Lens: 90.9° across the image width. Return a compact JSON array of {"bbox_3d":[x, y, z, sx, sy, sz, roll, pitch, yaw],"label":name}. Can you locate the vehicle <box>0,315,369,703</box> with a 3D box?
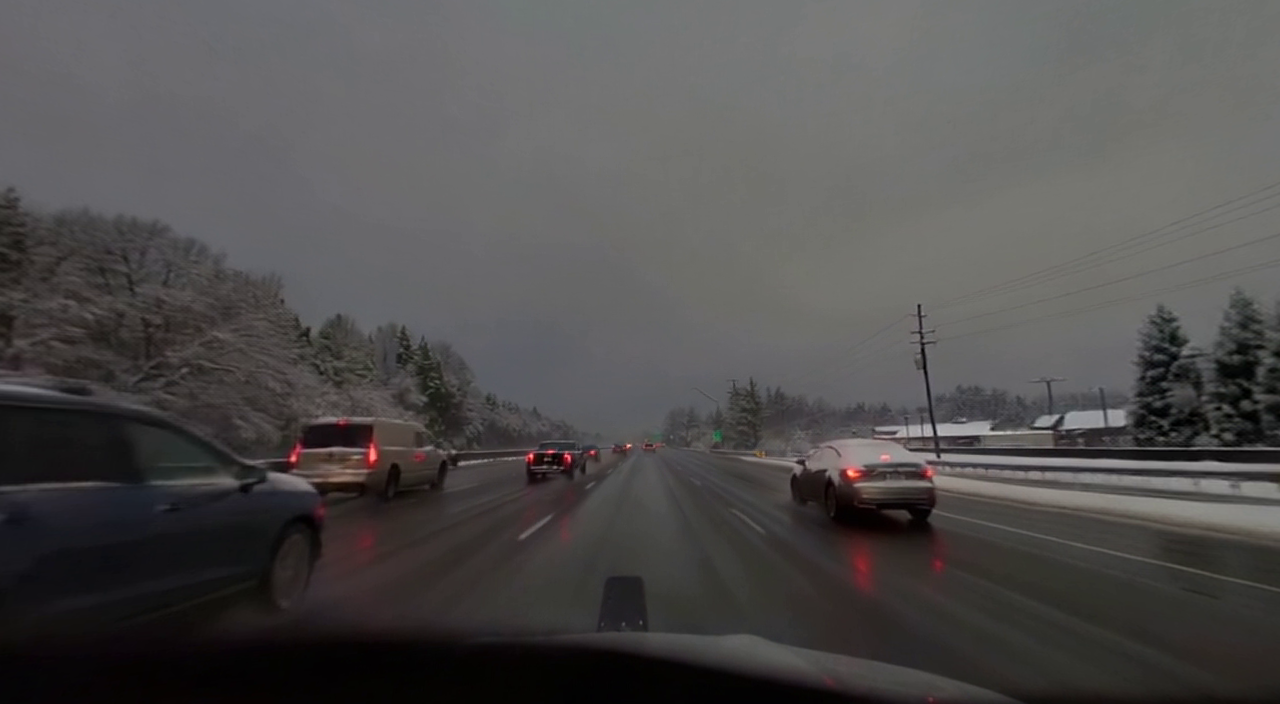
[{"bbox_3d":[-3.396,0.869,3.013,2.133,1.775,4.530,0,-8,1],"label":"vehicle"}]

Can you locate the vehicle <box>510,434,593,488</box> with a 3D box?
[{"bbox_3d":[-2.971,3.773,22.198,2.133,1.668,4.505,0,-8,2],"label":"vehicle"}]

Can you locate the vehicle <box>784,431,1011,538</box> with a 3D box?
[{"bbox_3d":[4.145,2.206,11.206,2.022,1.472,4.678,0,-8,0],"label":"vehicle"}]
